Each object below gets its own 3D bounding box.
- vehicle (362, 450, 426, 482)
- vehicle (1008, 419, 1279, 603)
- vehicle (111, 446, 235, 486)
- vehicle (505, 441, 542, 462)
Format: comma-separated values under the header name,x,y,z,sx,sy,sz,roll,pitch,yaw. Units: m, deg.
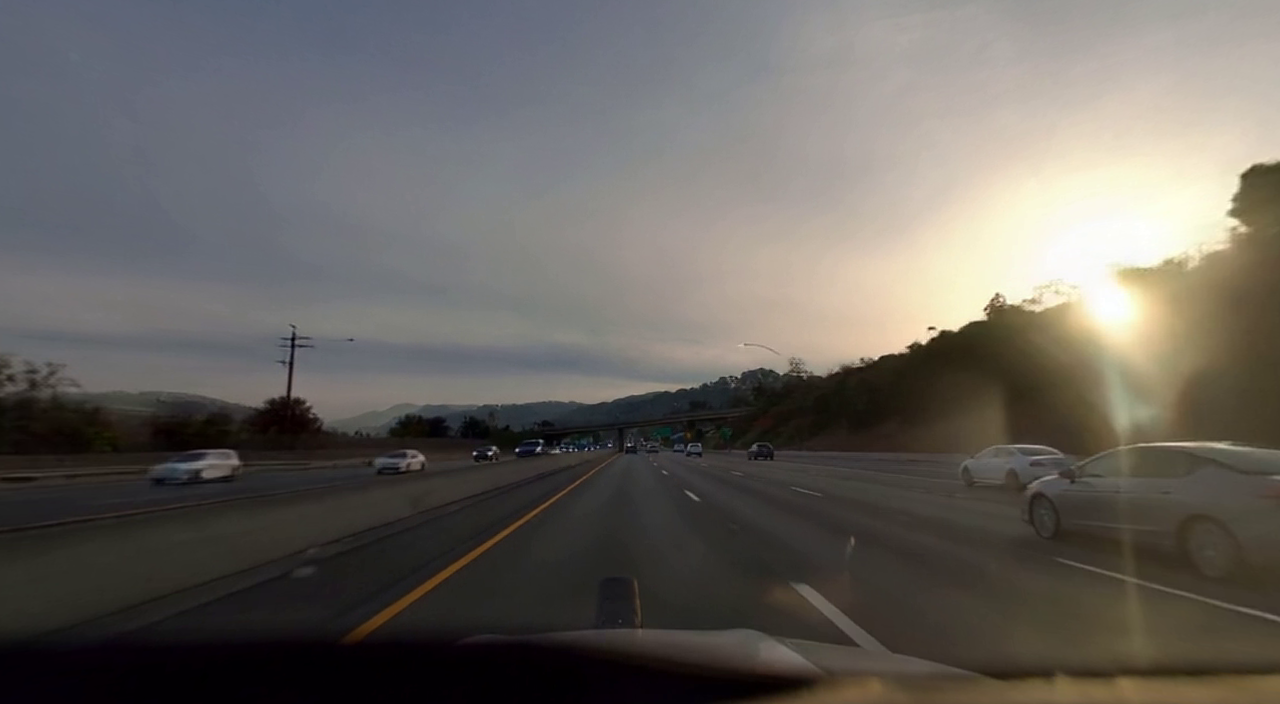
name,x,y,z,sx,sy,sz,roll,pitch,yaw
vehicle,-12.975,5.988,33.553,1.847,1.471,4.257,0,-8,-2
vehicle,6.071,1.477,6.421,1.821,1.470,4.633,0,-8,0
vehicle,-21.593,5.250,29.527,2.042,1.678,4.775,0,-8,1
vehicle,-8.944,7.627,48.799,1.884,1.485,4.376,0,-8,1
